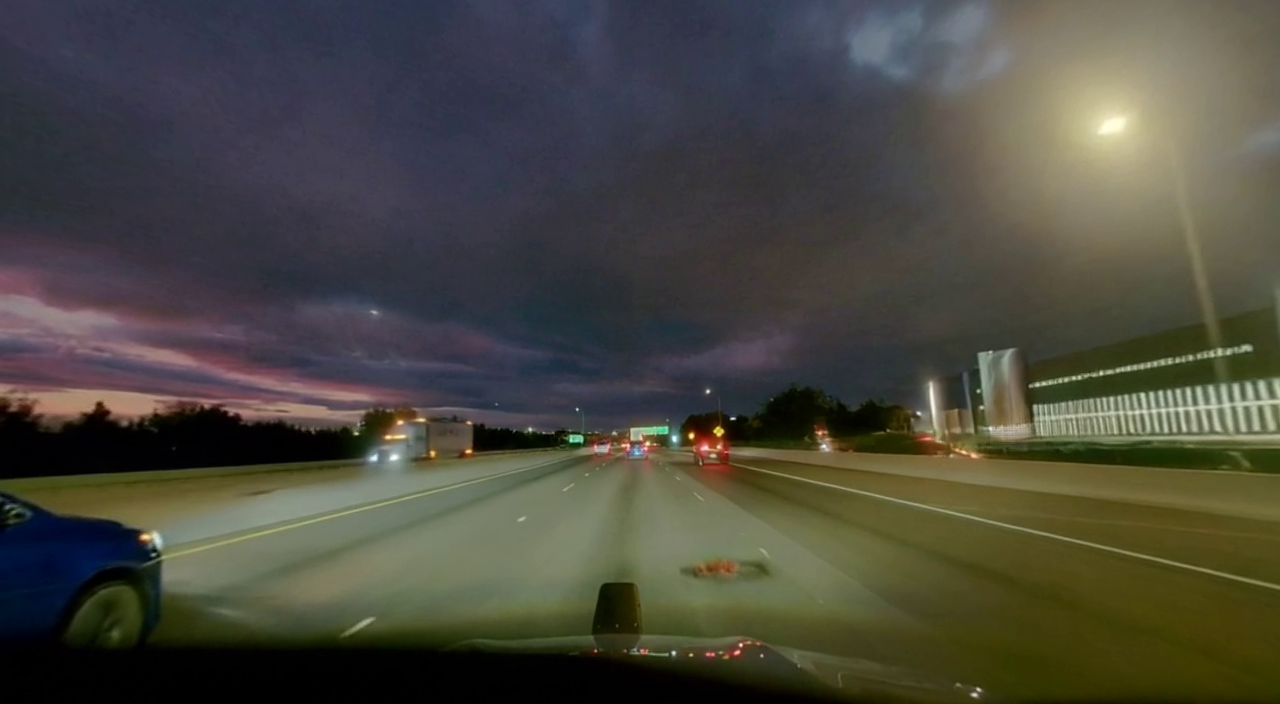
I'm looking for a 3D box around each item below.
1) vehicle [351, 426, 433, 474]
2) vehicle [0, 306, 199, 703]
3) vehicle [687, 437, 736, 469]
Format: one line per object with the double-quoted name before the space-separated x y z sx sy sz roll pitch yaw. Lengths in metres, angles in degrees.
"vehicle" -16.566 6.572 42.567 2.757 2.799 6.953 -3 -8 0
"vehicle" -3.563 0.533 0.941 2.272 1.795 4.832 0 -8 0
"vehicle" 3.620 5.147 32.332 1.992 1.532 3.996 0 -8 -1
